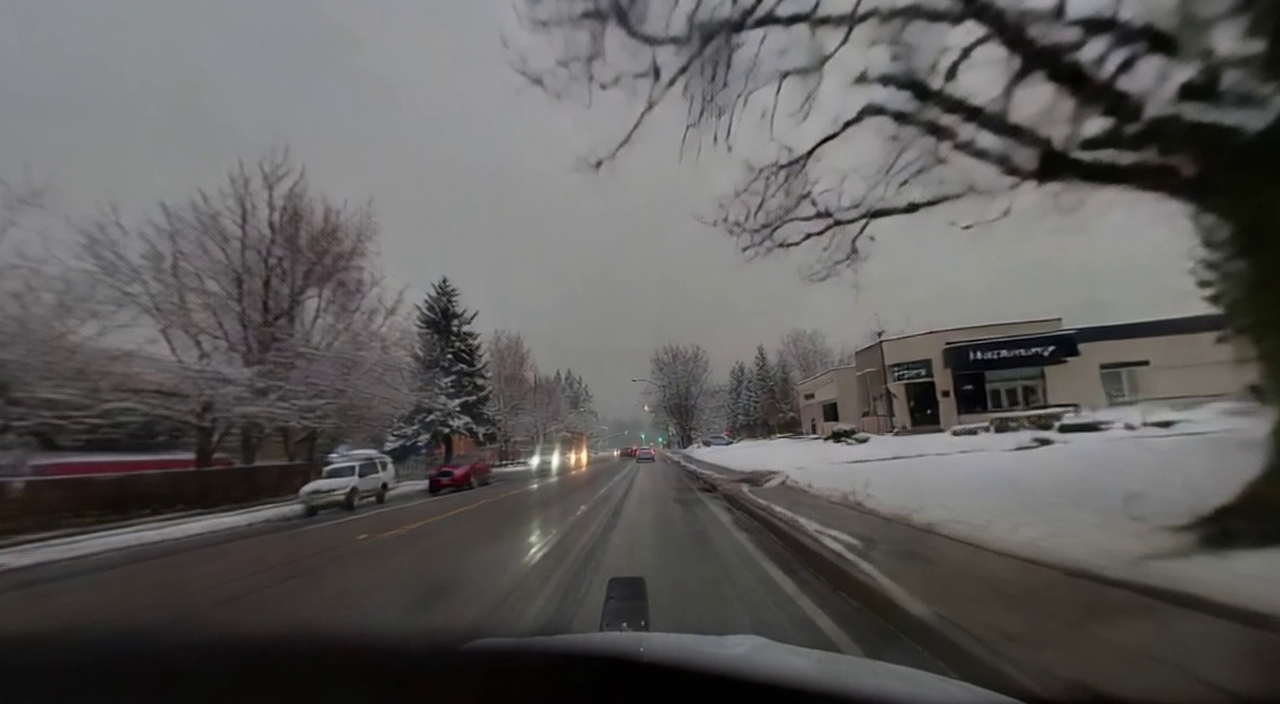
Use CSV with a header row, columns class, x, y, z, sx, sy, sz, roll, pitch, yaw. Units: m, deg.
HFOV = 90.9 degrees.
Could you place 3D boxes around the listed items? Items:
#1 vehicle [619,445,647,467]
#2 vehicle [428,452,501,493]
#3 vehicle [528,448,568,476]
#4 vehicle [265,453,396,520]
class,x,y,z,sx,sy,sz,roll,pitch,yaw
vehicle,-0.541,7.782,47.371,2.020,1.478,3.922,0,-8,-2
vehicle,-7.938,5.465,28.966,2.038,1.670,4.468,-1,-8,1
vehicle,-6.149,7.336,42.458,2.030,1.701,4.559,-1,-8,0
vehicle,-10.898,4.709,22.755,2.102,2.004,5.285,0,-8,-1
